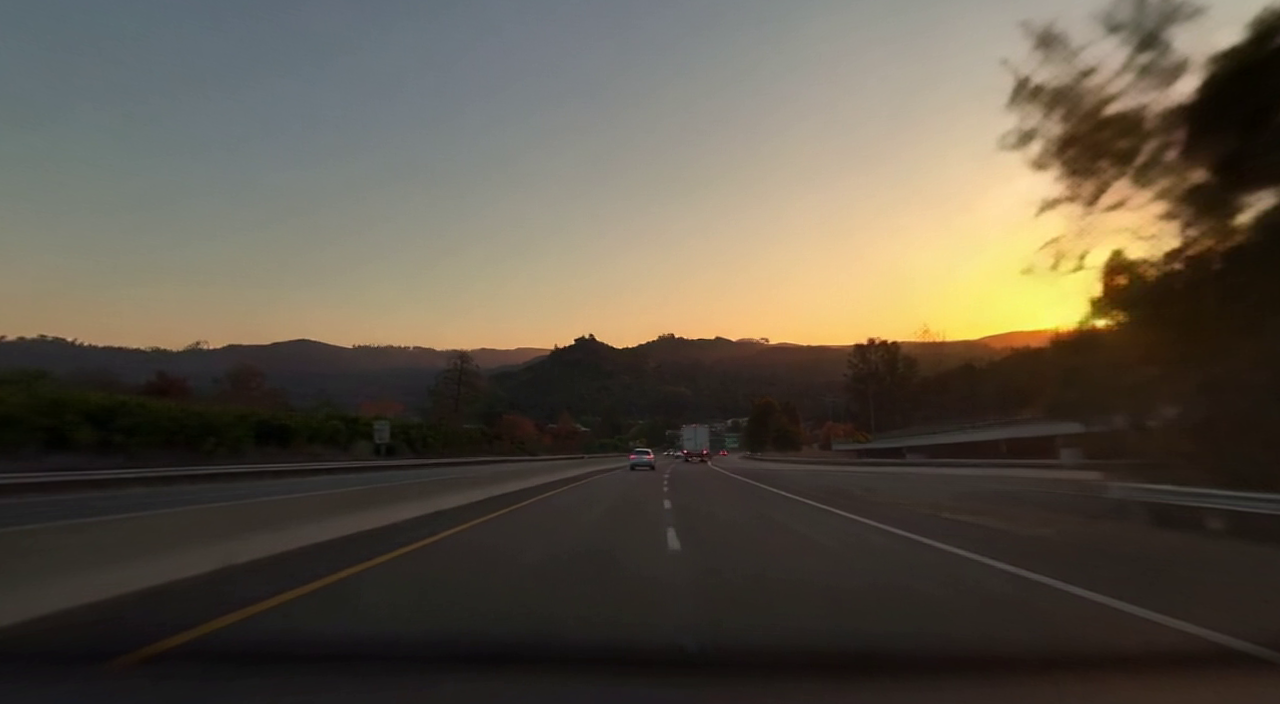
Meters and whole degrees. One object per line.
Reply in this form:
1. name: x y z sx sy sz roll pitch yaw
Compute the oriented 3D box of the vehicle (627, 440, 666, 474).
1. vehicle: 0.505 6.866 41.192 2.271 2.049 4.894 -1 -9 4
